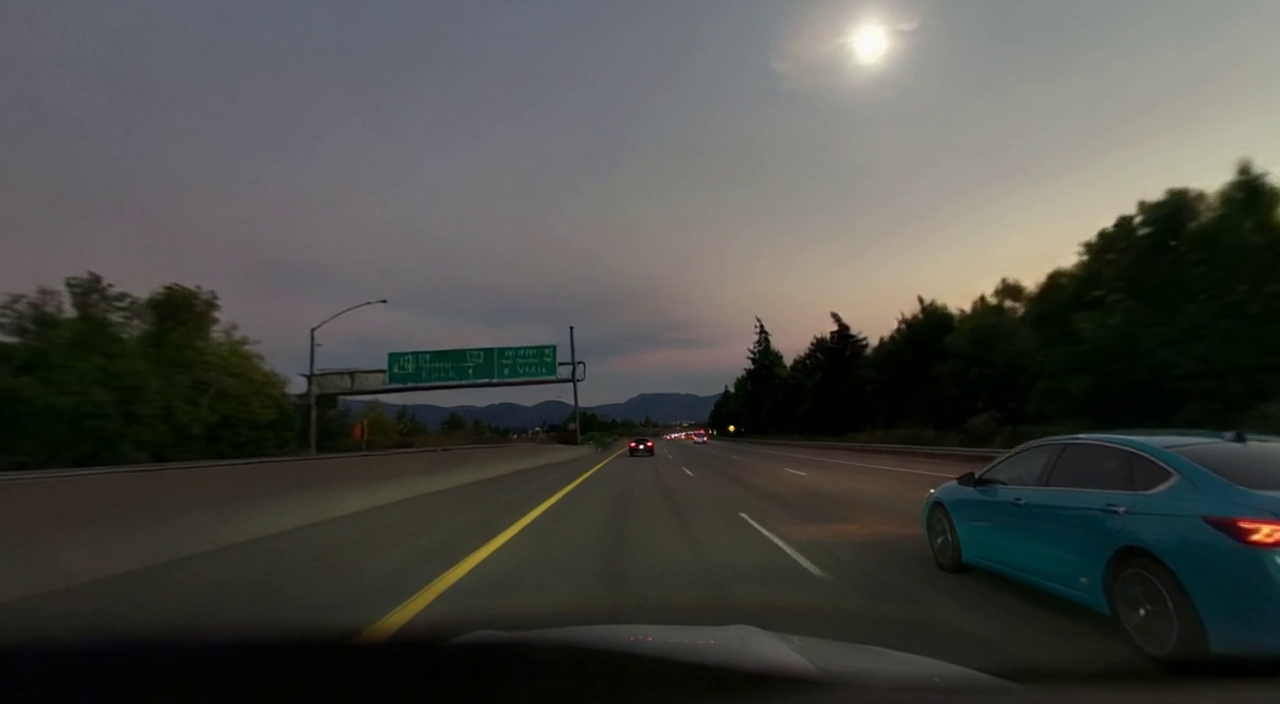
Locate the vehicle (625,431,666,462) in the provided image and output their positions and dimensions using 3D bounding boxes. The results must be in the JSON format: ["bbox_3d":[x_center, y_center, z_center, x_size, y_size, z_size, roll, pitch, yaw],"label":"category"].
[{"bbox_3d":[0.238,5.042,33.744,2.046,1.526,3.903,0,-8,-1],"label":"vehicle"}]

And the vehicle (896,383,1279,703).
[{"bbox_3d":[3.745,1.093,4.321,1.981,1.467,4.459,0,-8,-2],"label":"vehicle"}]
